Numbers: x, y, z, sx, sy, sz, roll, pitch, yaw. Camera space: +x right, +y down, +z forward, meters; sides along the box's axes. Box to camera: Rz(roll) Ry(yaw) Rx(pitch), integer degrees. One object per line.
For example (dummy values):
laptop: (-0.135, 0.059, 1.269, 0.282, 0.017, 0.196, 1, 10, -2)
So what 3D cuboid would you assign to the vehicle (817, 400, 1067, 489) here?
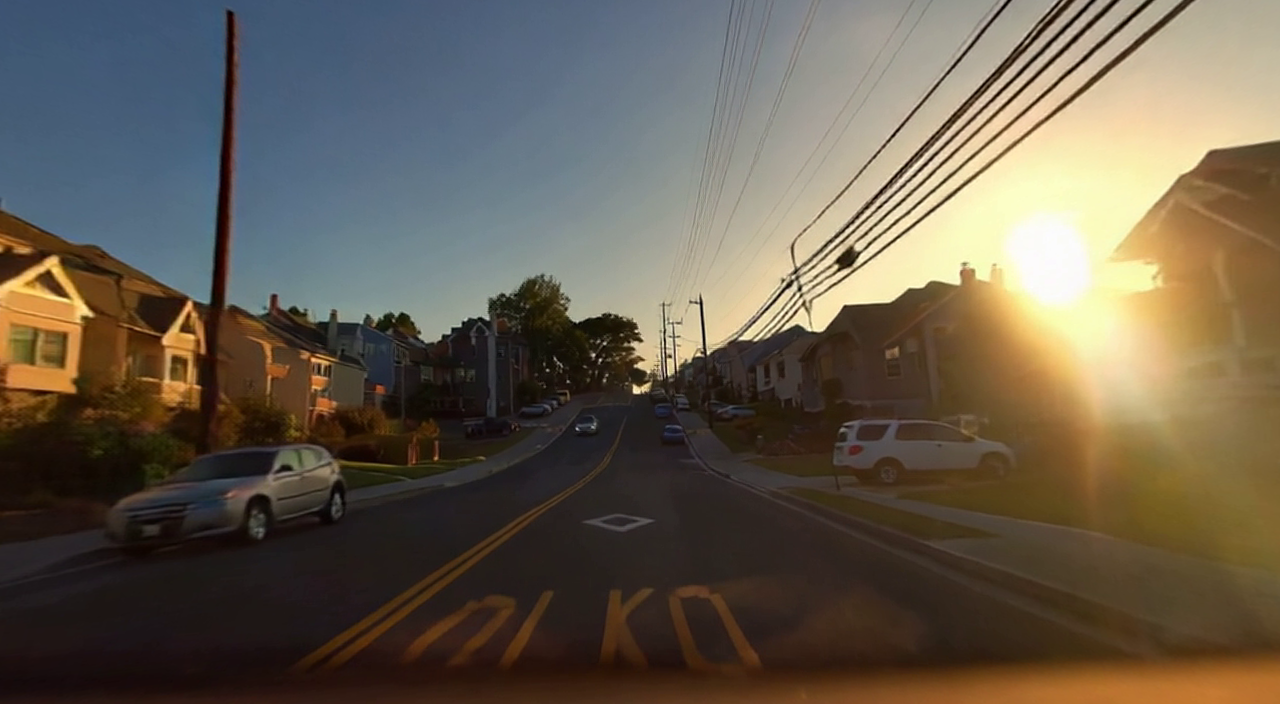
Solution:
vehicle: (7.901, 2.482, 16.970, 5.512, 1.846, 2.115, -4, -8, 1)

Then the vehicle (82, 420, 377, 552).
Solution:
vehicle: (-6.718, 2.361, 11.133, 2.156, 1.764, 4.410, -2, -12, 1)

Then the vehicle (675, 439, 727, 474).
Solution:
vehicle: (2.749, 4.818, 29.298, 2.063, 1.503, 4.415, 0, -8, 2)

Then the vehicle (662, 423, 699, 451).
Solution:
vehicle: (2.764, 6.008, 44.222, 2.211, 1.860, 4.813, 0, -8, -1)

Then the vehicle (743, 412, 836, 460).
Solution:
vehicle: (7.890, 4.496, 33.529, 4.286, 2.044, 1.913, -5, -9, -1)
